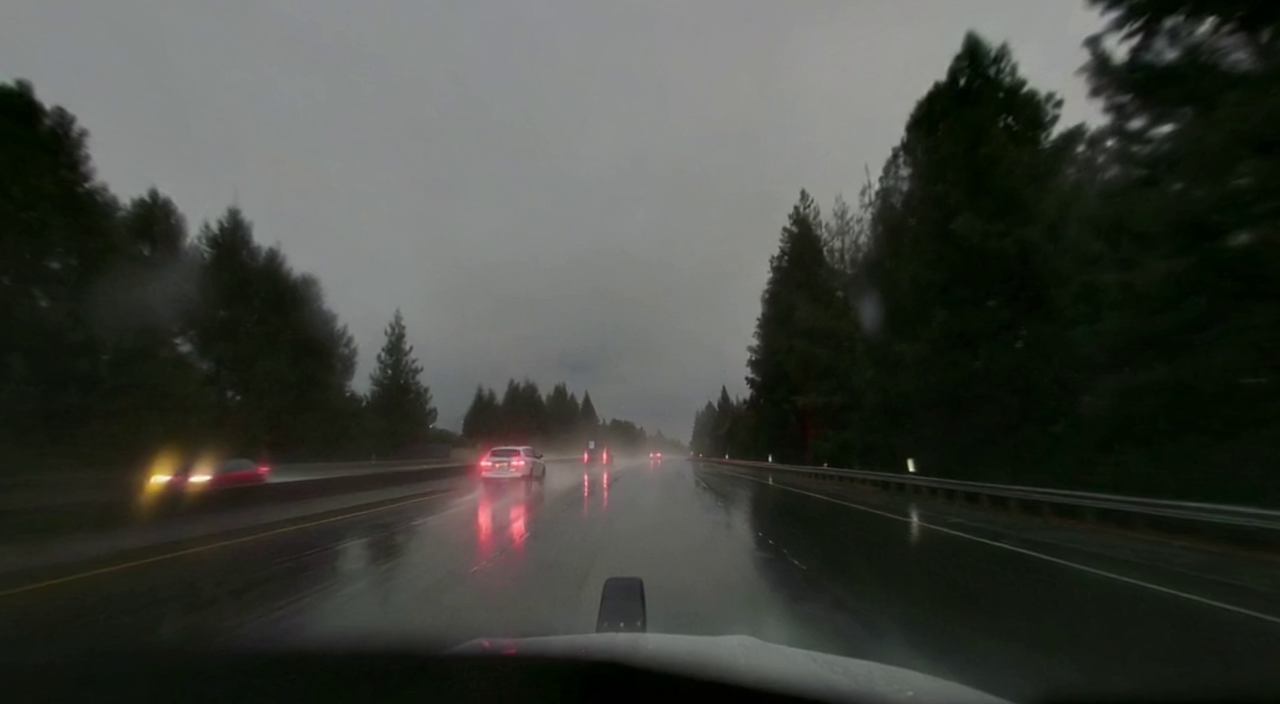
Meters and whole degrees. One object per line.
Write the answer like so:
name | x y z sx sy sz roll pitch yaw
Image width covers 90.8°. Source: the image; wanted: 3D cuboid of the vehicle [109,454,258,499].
vehicle | -16.704 4.548 23.466 1.974 1.470 4.704 0 -9 1

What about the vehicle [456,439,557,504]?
vehicle | -3.595 3.295 17.765 1.846 1.600 4.108 0 -9 1

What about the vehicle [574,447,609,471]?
vehicle | -3.318 7.448 44.046 1.996 1.565 4.159 0 -9 2
